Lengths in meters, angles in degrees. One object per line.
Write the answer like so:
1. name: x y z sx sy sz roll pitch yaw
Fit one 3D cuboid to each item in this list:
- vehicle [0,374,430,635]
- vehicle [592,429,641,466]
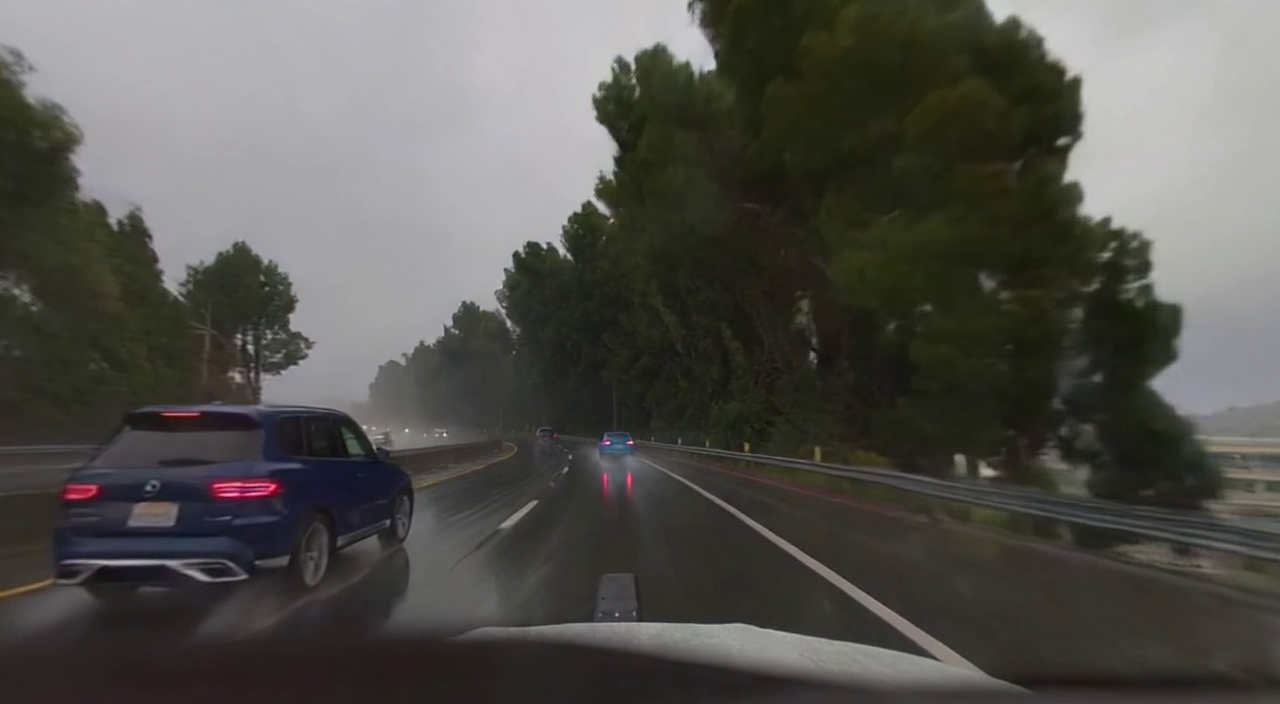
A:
1. vehicle: -4.129 1.409 6.930 2.053 1.847 4.760 0 -8 -1
2. vehicle: -1.308 5.096 33.794 2.452 1.857 4.022 1 -8 -4
